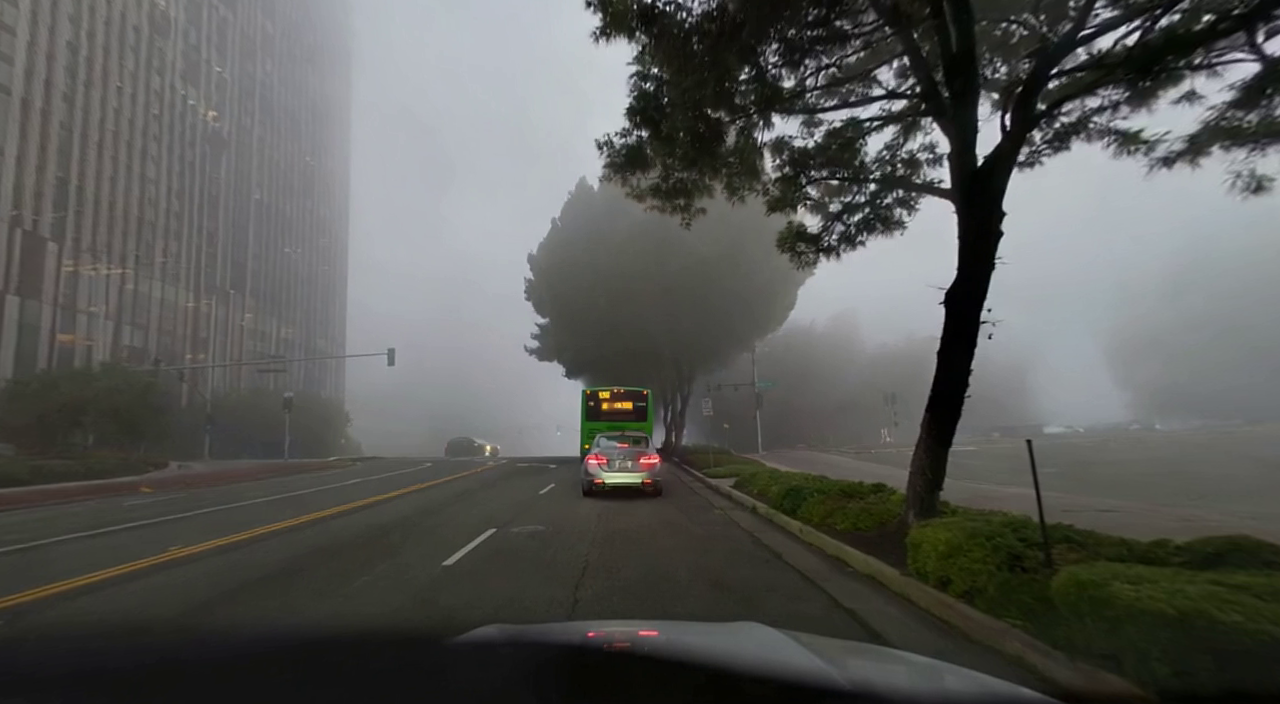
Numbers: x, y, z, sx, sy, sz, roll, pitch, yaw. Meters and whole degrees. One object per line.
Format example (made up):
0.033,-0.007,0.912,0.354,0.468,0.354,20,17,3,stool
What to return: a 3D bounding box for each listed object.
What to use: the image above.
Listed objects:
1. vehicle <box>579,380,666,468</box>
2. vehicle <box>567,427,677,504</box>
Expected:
-0.374,3.453,29.104,2.900,3.182,12.613,0,-8,3,vehicle
-0.385,2.410,13.887,2.064,1.452,3.942,0,-8,-1,vehicle
